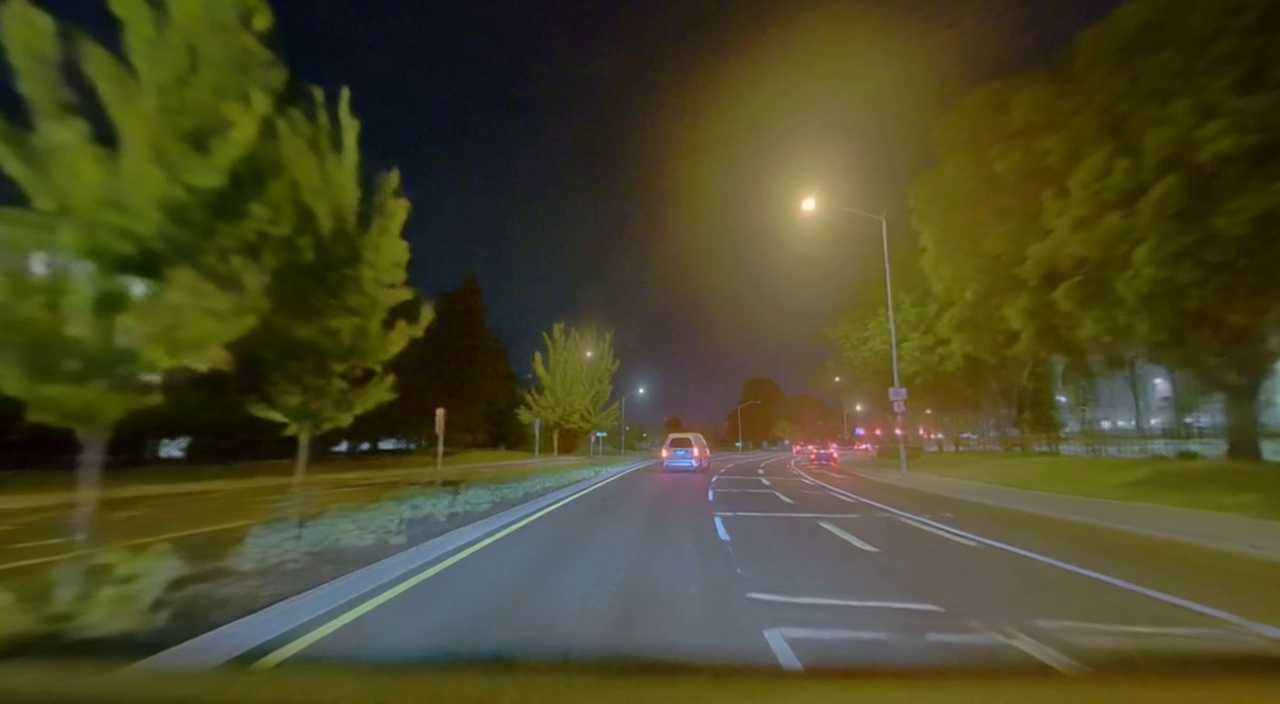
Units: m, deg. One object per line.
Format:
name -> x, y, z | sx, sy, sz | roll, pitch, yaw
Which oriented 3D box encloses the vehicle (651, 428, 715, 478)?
vehicle -> 2.016, 4.414, 27.650 | 2.371, 1.926, 5.615 | -1, -9, 8
